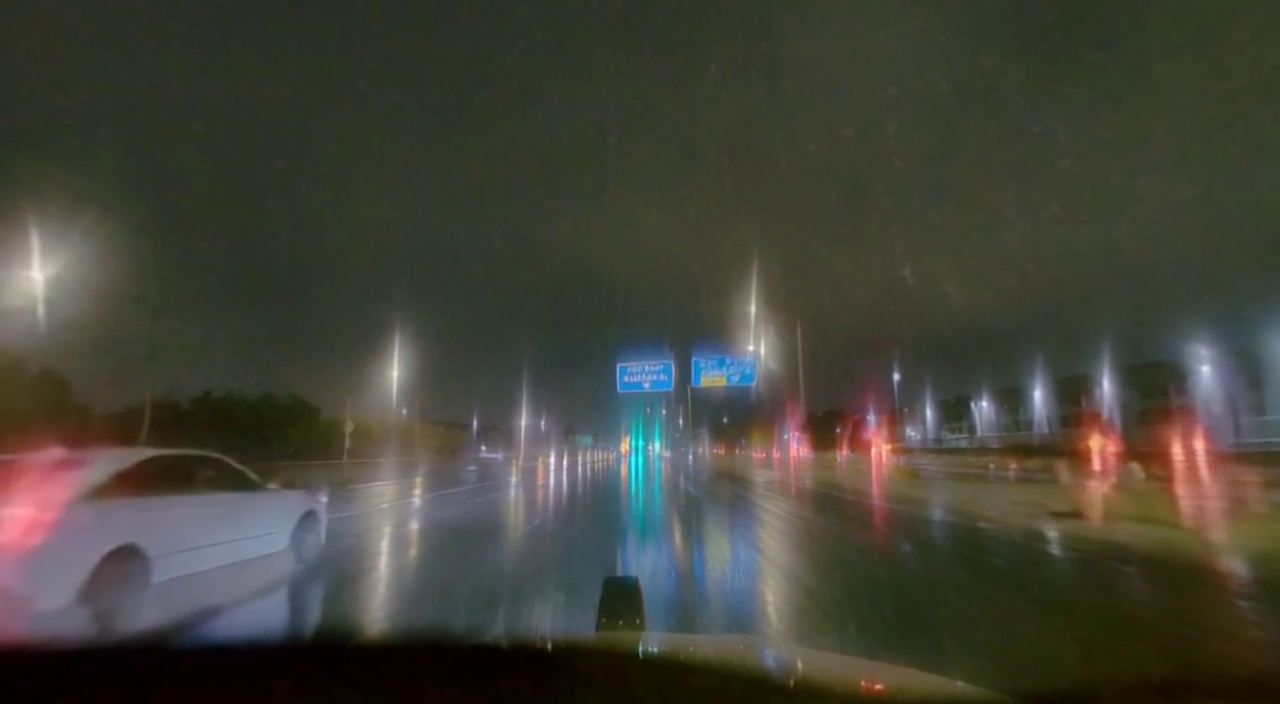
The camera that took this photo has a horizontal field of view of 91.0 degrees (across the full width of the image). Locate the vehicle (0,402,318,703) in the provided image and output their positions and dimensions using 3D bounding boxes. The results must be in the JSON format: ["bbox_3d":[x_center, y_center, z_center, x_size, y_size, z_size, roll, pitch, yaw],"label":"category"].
[{"bbox_3d":[-3.904,1.039,2.996,2.069,1.560,5.018,0,-9,0],"label":"vehicle"}]
